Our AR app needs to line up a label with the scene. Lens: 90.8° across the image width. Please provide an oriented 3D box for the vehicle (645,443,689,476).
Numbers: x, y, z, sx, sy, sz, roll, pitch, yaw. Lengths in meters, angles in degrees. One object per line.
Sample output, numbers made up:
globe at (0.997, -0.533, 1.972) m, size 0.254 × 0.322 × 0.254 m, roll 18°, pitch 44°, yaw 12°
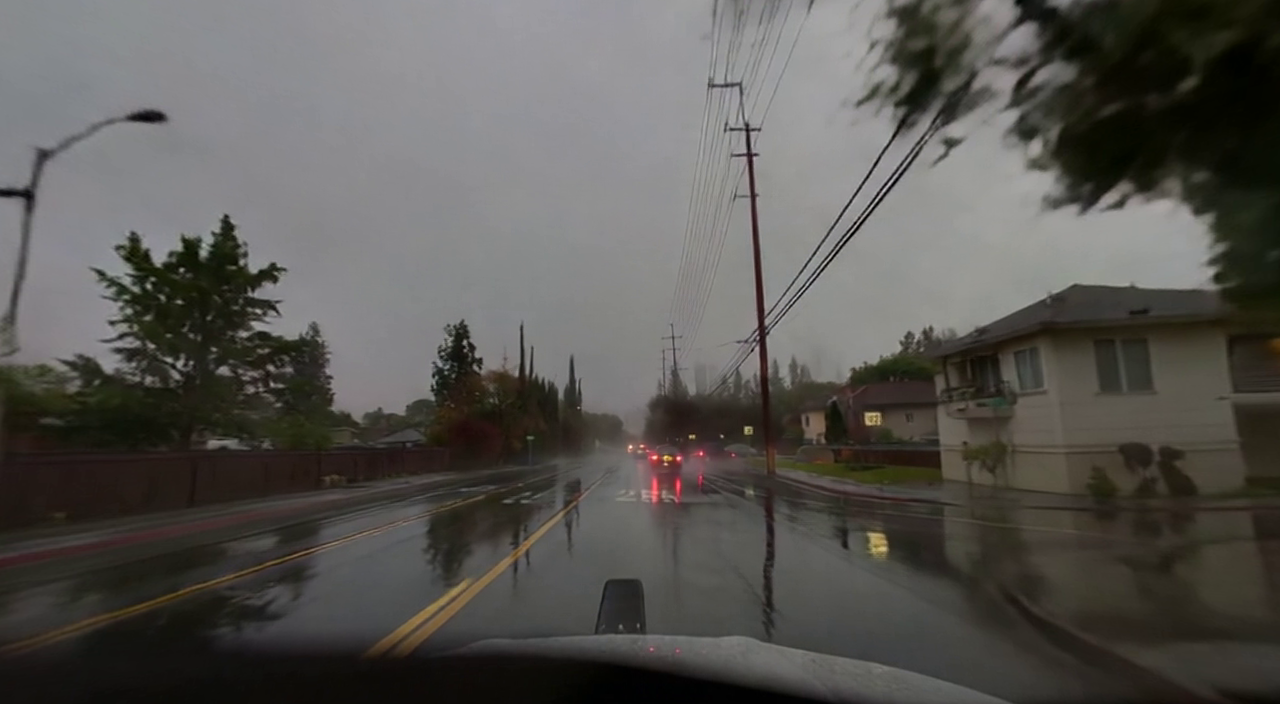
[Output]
vehicle at (1.254, 5.185, 30.885) m, size 1.975 × 1.497 × 3.647 m, roll 0°, pitch -8°, yaw 0°
